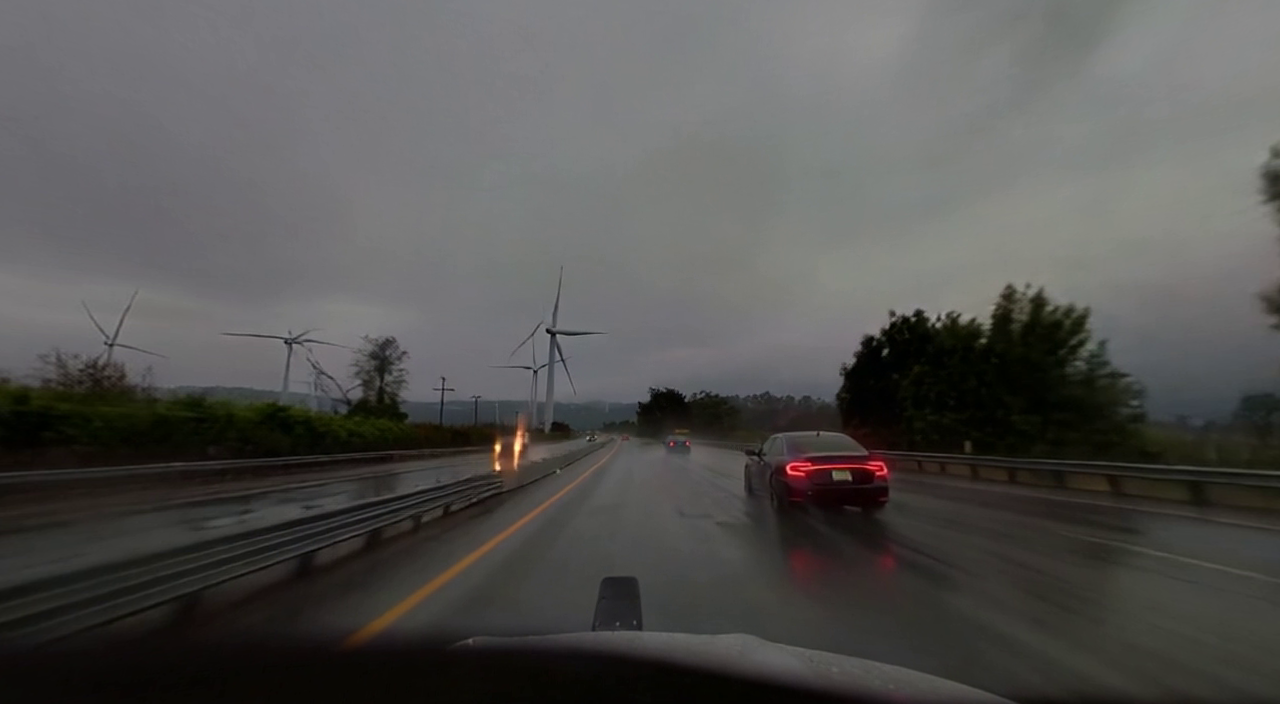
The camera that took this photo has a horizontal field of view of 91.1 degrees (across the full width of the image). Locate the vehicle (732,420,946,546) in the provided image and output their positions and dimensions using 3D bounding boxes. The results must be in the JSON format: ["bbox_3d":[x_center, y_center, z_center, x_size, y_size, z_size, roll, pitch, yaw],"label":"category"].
[{"bbox_3d":[2.907,1.992,10.381,2.038,1.624,4.312,0,-8,-1],"label":"vehicle"}]

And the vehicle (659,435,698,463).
[{"bbox_3d":[2.385,6.103,39.923,2.066,1.661,4.500,0,-8,-1],"label":"vehicle"}]
